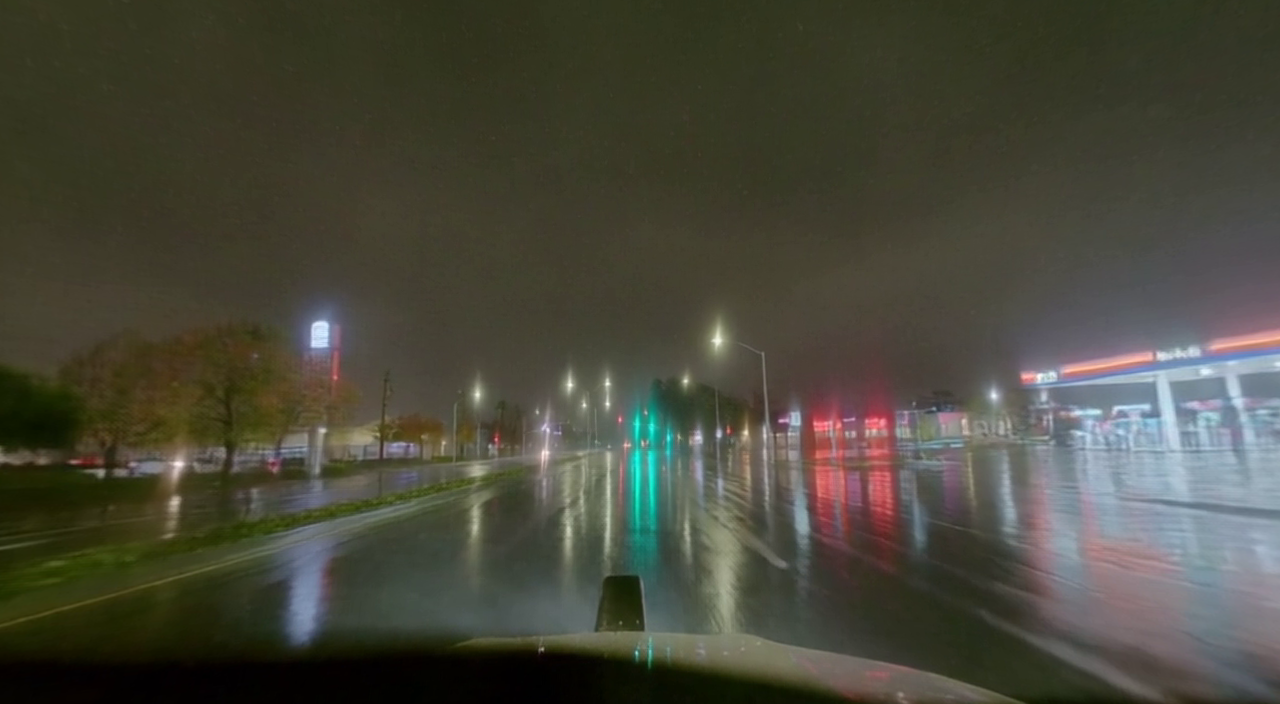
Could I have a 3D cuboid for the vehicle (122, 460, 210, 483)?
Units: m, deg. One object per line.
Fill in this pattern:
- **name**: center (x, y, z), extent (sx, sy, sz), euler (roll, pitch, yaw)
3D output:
- **vehicle**: center (-33.437, 8.446, 44.653), extent (4.683, 1.495, 2.052), euler (-1, -9, 5)
